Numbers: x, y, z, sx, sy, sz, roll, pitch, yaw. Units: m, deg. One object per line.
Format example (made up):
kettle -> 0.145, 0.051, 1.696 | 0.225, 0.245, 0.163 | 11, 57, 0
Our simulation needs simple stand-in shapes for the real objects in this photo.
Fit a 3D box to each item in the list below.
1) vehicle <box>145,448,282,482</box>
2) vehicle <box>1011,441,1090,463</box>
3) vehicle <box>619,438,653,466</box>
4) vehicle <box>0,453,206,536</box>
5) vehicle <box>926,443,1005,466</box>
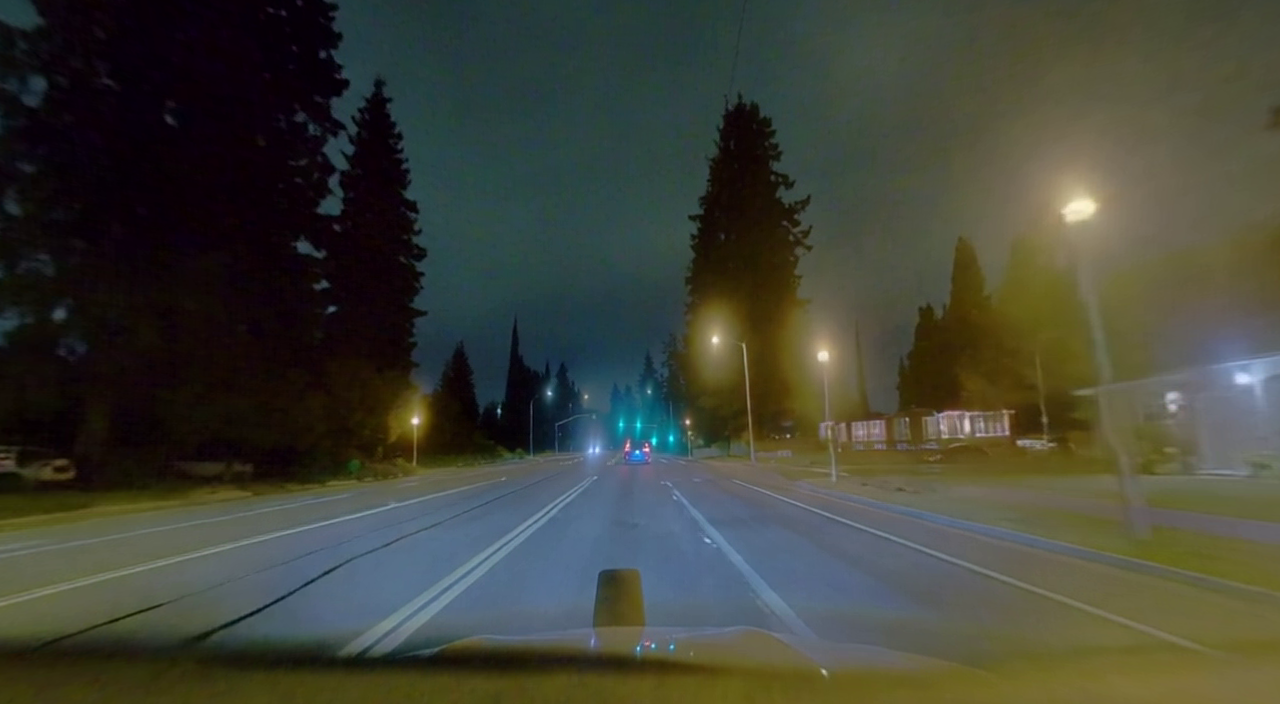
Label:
vehicle -> -19.879, 5.245, 29.600 | 4.818, 1.506, 2.289 | -1, -8, 4
vehicle -> 28.591, 6.943, 44.050 | 4.359, 1.479, 1.890 | 1, -9, -7
vehicle -> -0.253, 6.835, 43.469 | 2.230, 1.827, 4.298 | 0, -8, 0
vehicle -> -12.279, 3.025, 14.048 | 2.090, 1.478, 4.376 | 0, -8, 0
vehicle -> 22.193, 6.968, 43.167 | 4.218, 1.505, 2.169 | 1, -9, -8
